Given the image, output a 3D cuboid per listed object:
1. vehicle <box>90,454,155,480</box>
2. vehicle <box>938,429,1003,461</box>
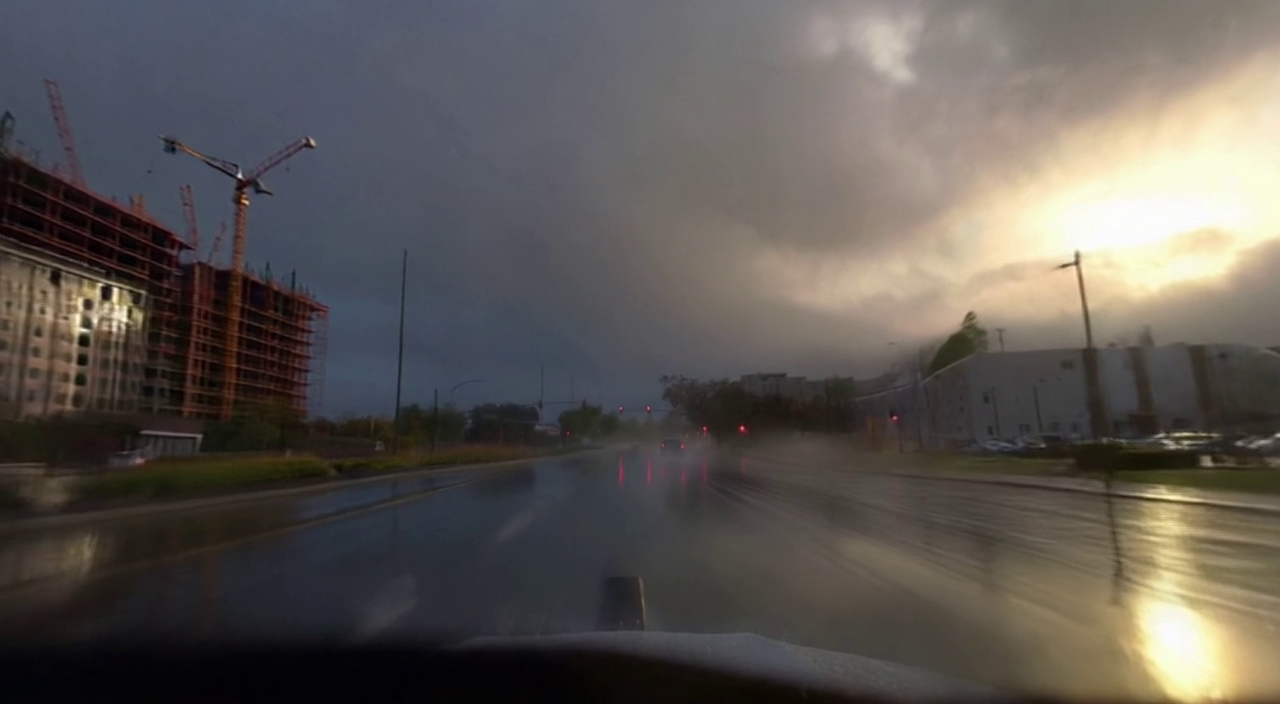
[{"bbox_3d":[-30.414,6.725,37.088,4.351,1.413,1.878,-7,-11,38],"label":"vehicle"},{"bbox_3d":[20.499,5.760,39.481,2.222,1.742,5.231,0,-7,12],"label":"vehicle"}]
